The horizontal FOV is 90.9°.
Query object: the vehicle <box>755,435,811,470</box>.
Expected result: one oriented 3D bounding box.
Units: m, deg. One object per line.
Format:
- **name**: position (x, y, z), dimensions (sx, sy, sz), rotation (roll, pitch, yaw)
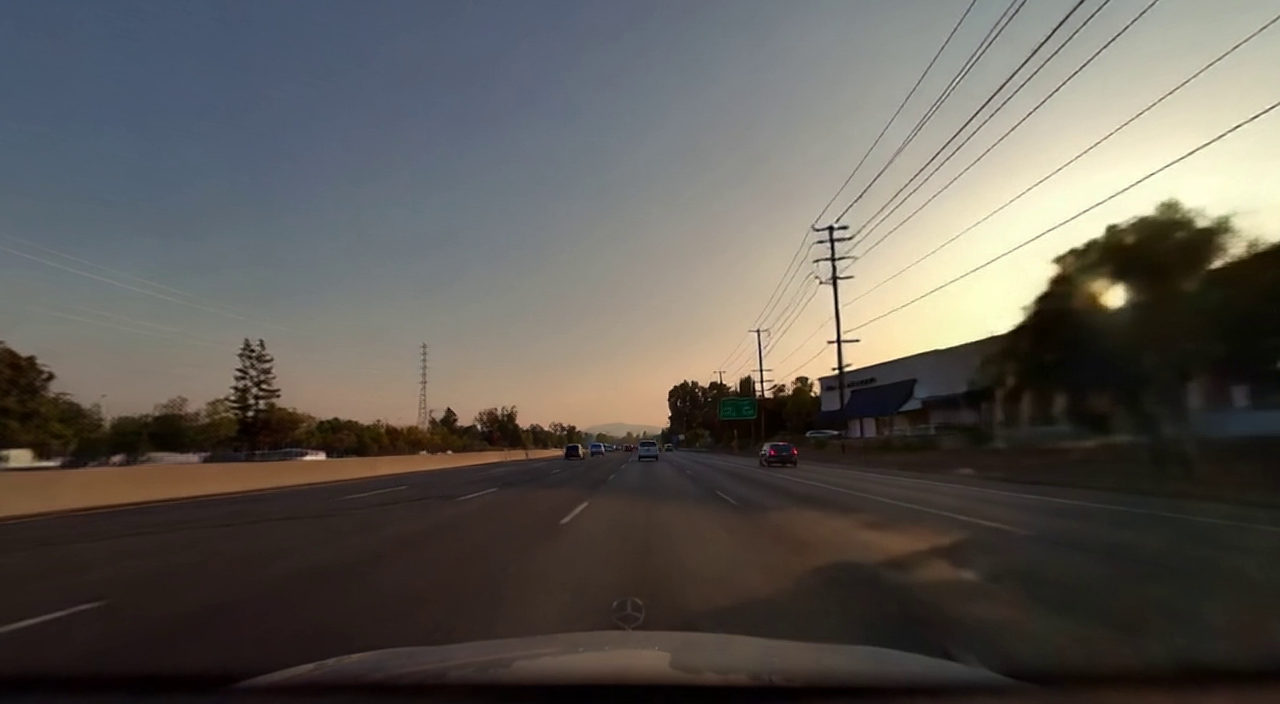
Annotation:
- **vehicle**: position (7.649, 5.418, 34.121), dimensions (1.937, 1.698, 4.322), rotation (0, -8, -1)
